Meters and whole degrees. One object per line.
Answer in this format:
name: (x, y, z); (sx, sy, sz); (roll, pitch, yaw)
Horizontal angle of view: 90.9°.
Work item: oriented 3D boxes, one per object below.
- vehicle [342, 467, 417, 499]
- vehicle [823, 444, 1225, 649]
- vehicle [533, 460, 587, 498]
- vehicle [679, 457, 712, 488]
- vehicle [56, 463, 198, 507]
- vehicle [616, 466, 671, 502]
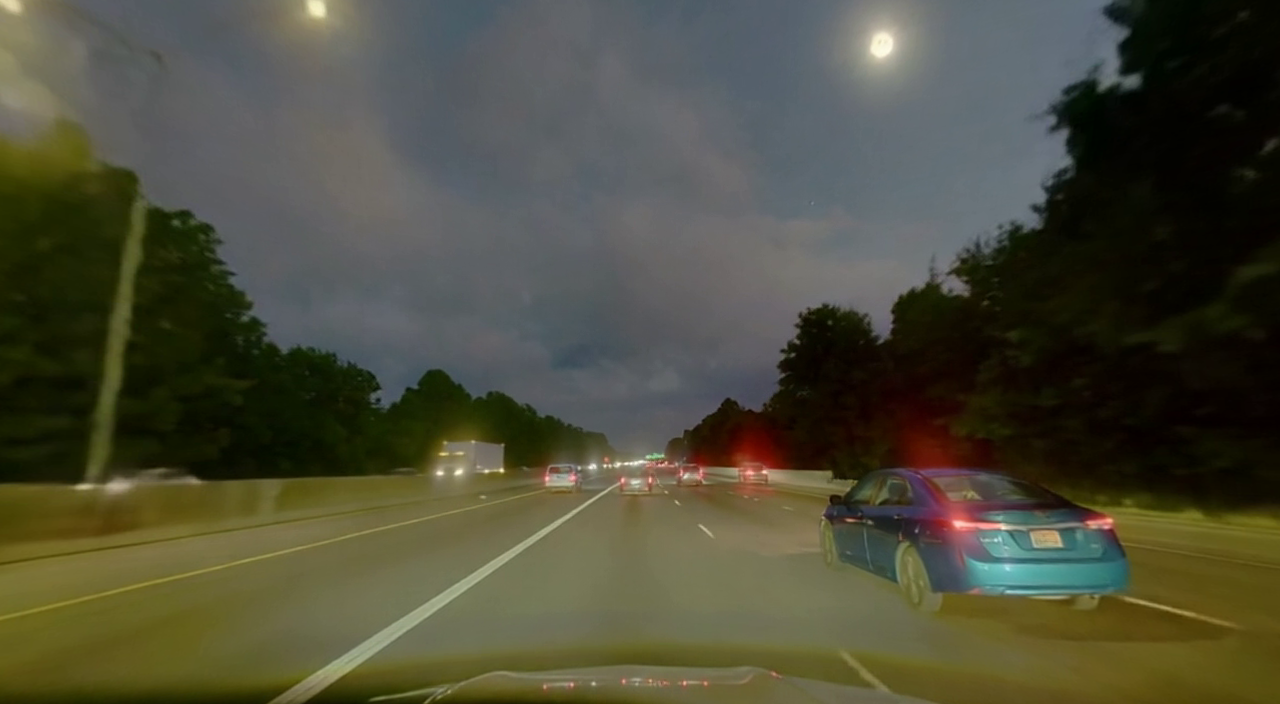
vehicle: (-13.771, 6.944, 33.646); (1.960, 1.494, 4.650); (1, -10, 1)
vehicle: (3.586, 1.881, 6.915); (1.938, 1.561, 3.786); (1, -10, -1)
vehicle: (-3.871, 6.277, 31.353); (2.021, 1.706, 4.247); (1, -10, 1)
vehicle: (4.116, 8.986, 47.082); (2.030, 2.172, 3.621); (1, -10, -1)
vehicle: (-20.060, 5.208, 24.926); (1.916, 1.548, 4.320); (1, -10, 0)
vehicle: (0.143, 5.832, 28.007); (2.241, 1.425, 3.973); (1, -10, 0)
